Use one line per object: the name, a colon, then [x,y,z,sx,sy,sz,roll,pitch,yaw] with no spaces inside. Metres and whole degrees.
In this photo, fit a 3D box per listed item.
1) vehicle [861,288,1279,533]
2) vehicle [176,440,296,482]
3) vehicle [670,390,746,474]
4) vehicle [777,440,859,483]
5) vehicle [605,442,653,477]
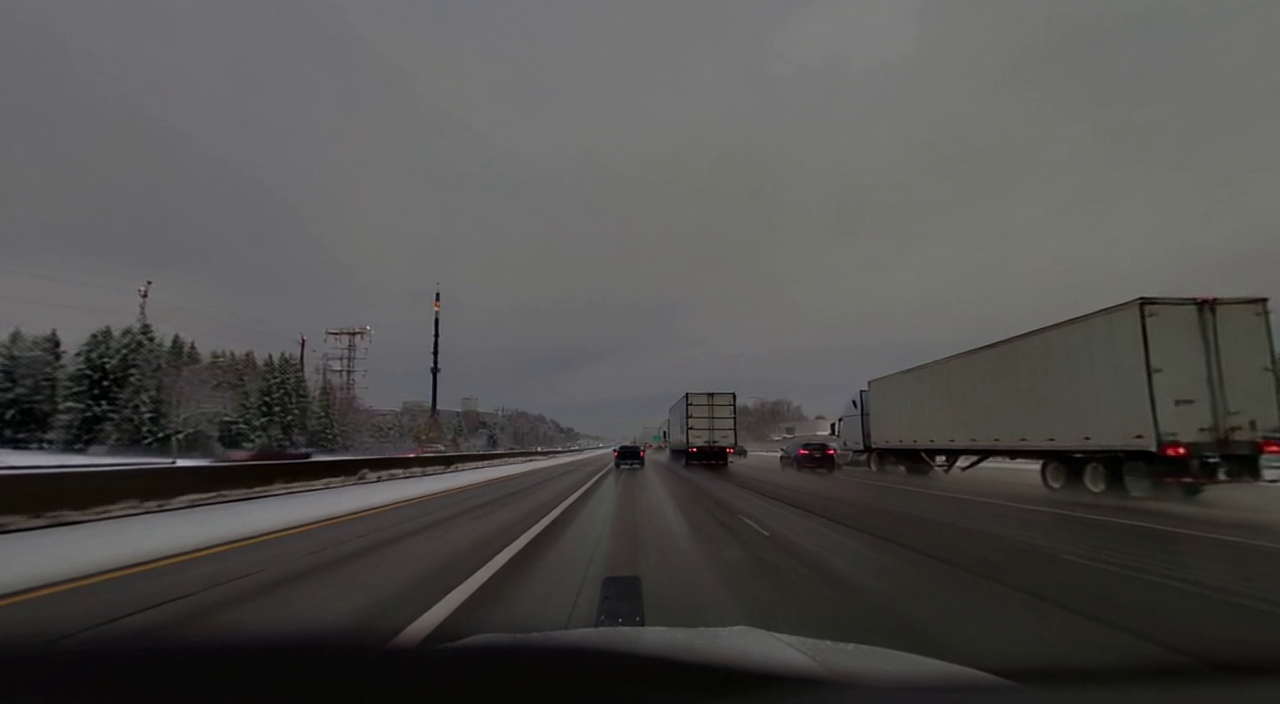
vehicle: [11.361,2.248,19.313,2.898,4.171,17.188,0,-9,0]
vehicle: [-16.650,4.497,26.368,1.963,1.575,4.544,0,-9,0]
vehicle: [3.604,4.736,36.382,2.999,4.127,10.526,0,-9,-1]
vehicle: [7.417,4.599,26.808,2.154,1.658,4.347,0,-9,-1]
vehicle: [-0.524,5.181,30.617,2.163,1.551,4.180,0,-9,-1]
